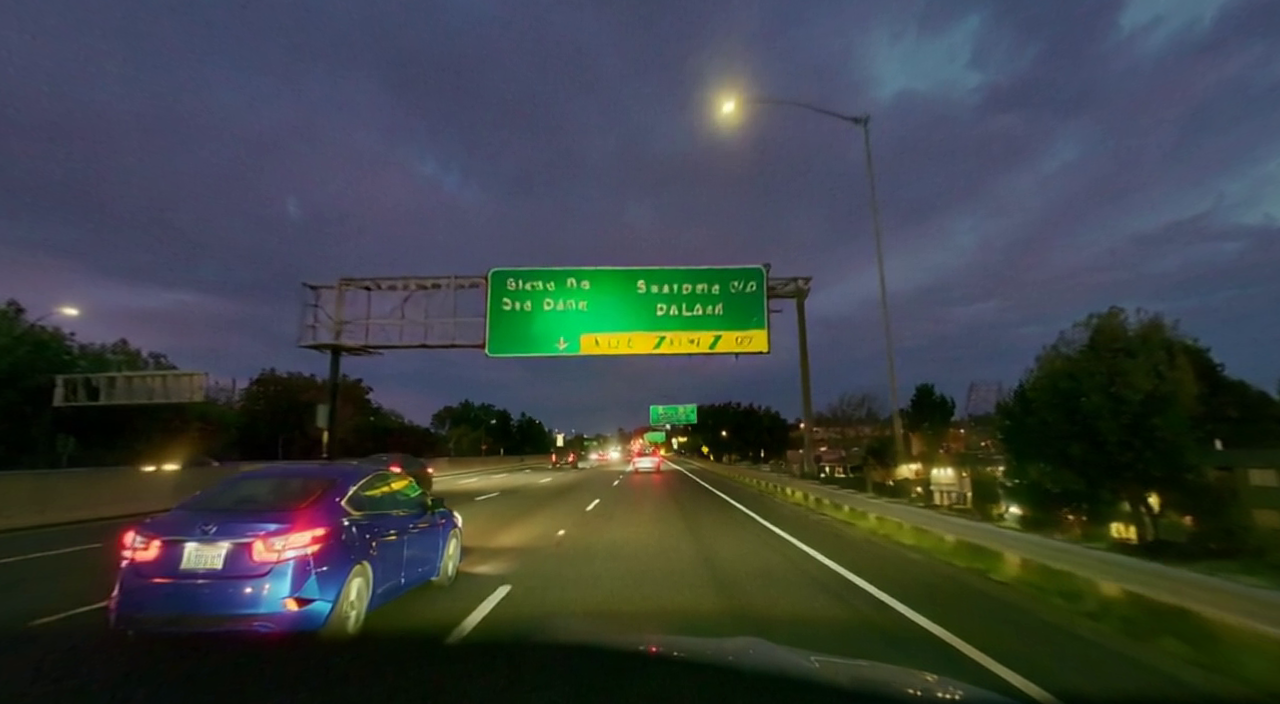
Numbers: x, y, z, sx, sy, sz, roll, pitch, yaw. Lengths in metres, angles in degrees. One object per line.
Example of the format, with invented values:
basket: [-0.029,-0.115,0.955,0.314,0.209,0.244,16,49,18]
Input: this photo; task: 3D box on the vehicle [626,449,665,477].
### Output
vehicle: [0.284,6.149,35.154,2.051,1.443,3.770,0,-8,0]

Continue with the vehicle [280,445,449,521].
vehicle: [-6.378,3.036,15.292,2.075,1.528,4.327,0,-8,1]

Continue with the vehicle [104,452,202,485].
vehicle: [-26.706,6.365,34.816,1.857,1.575,4.446,0,-8,0]
